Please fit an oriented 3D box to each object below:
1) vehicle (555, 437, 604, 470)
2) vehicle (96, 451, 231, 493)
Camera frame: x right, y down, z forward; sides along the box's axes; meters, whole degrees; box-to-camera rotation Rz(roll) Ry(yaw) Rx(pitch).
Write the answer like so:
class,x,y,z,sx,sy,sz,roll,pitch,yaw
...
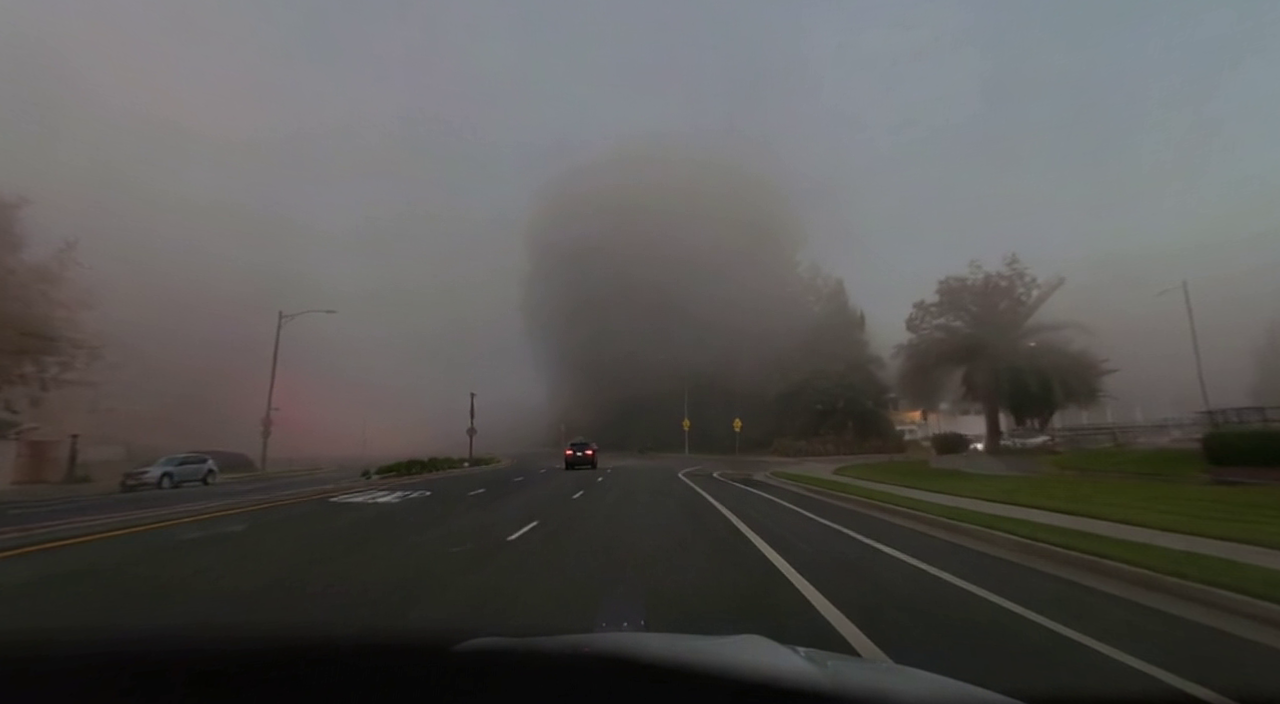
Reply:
class,x,y,z,sx,sy,sz,roll,pitch,yaw
vehicle,-2.995,5.154,32.201,2.075,1.498,4.730,-1,-8,-1
vehicle,-18.589,4.667,24.902,1.980,1.423,4.465,0,-8,-3
